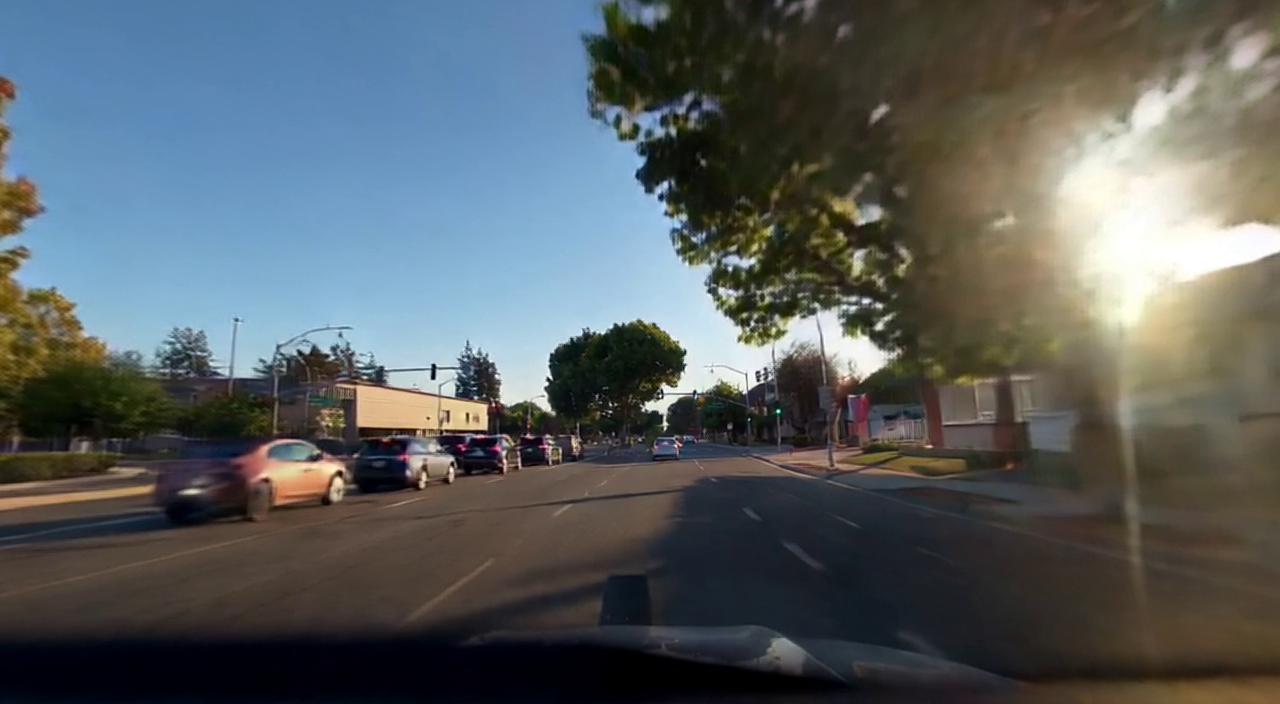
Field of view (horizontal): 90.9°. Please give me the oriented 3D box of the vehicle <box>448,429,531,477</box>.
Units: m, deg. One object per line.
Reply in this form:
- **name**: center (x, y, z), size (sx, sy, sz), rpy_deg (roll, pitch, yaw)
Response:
- **vehicle**: center (-6.133, 4.183, 26.326), size (1.951, 1.809, 4.917), rpy_deg (-1, -8, 4)

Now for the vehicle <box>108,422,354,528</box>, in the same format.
- **vehicle**: center (-7.175, 2.173, 11.634), size (1.870, 1.616, 3.765), rpy_deg (0, -8, 2)

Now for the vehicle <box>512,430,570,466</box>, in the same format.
- **vehicle**: center (-5.440, 5.409, 35.469), size (2.111, 1.864, 4.932), rpy_deg (-1, -9, 4)

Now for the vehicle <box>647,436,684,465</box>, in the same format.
- **vehicle**: center (1.624, 6.102, 39.168), size (2.197, 1.682, 3.642), rpy_deg (-1, -9, 4)

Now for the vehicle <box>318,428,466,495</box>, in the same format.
- **vehicle**: center (-6.729, 3.026, 17.815), size (2.121, 1.630, 4.642), rpy_deg (0, -8, 3)
